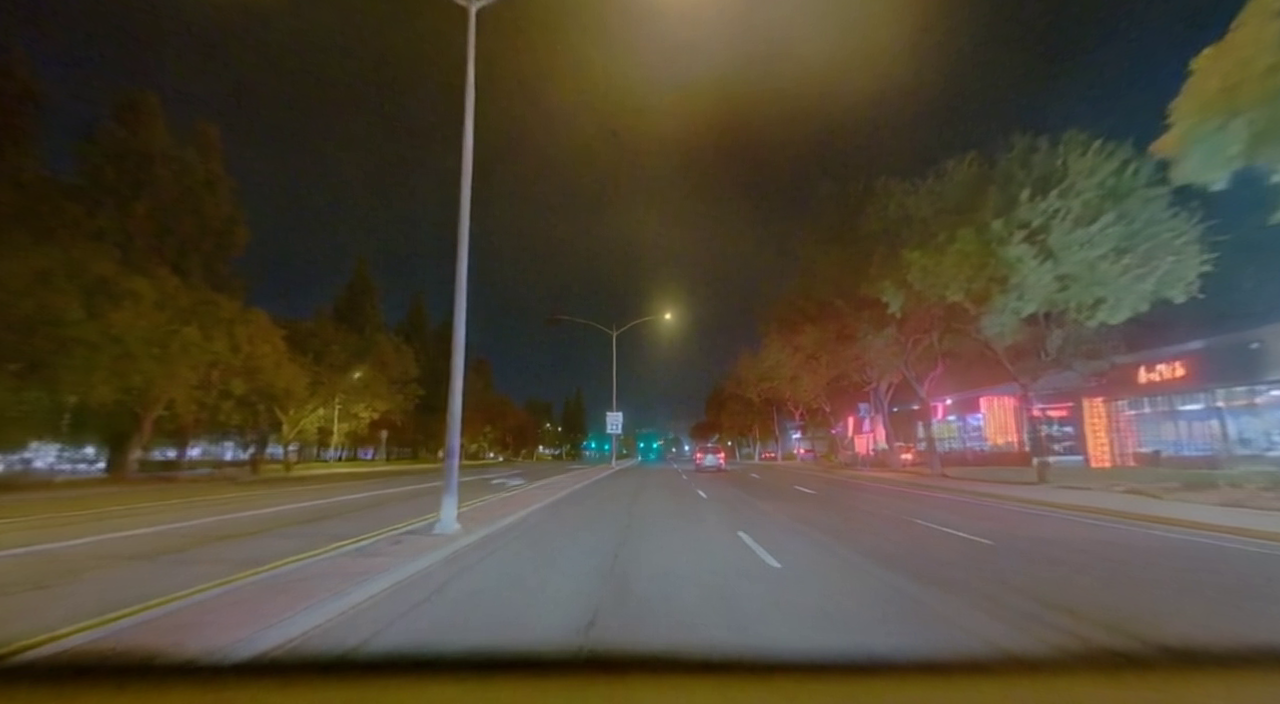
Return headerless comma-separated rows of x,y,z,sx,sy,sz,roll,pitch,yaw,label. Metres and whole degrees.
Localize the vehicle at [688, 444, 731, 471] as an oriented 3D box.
4.091,6.282,37.587,2.015,1.479,4.444,0,-9,0,vehicle
